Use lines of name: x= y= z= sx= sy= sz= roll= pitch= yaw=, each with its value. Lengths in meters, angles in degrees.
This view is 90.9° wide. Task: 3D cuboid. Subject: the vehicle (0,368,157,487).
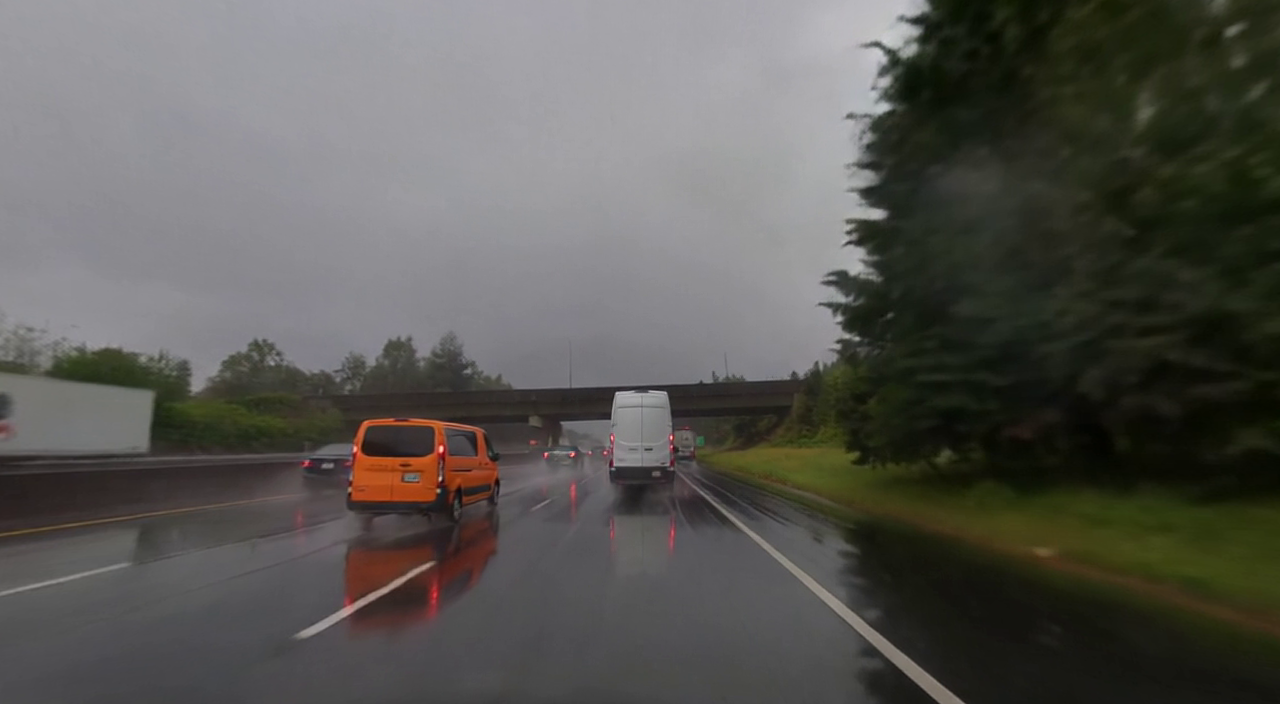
vehicle: x=-23.715 y=2.602 z=21.674 sx=2.813 sy=4.101 sz=14.020 roll=0 pitch=-9 yaw=1

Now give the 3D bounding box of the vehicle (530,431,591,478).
vehicle: x=-3.414 y=4.515 z=27.868 sx=2.068 sy=1.862 sz=4.234 roll=0 pitch=-9 yaw=1

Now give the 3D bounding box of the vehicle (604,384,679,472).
vehicle: x=0.385 y=4.754 z=36.908 sx=3.289 sy=3.822 sz=18.653 roll=0 pitch=-9 yaw=2

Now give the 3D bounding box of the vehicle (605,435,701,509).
vehicle: x=0.253 y=2.760 z=14.798 sx=1.991 sy=1.507 sz=3.391 roll=0 pitch=-9 yaw=0

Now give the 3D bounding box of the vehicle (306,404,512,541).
vehicle: x=-3.615 y=1.972 z=10.775 sx=1.951 sy=1.882 sz=3.979 roll=0 pitch=-9 yaw=0
